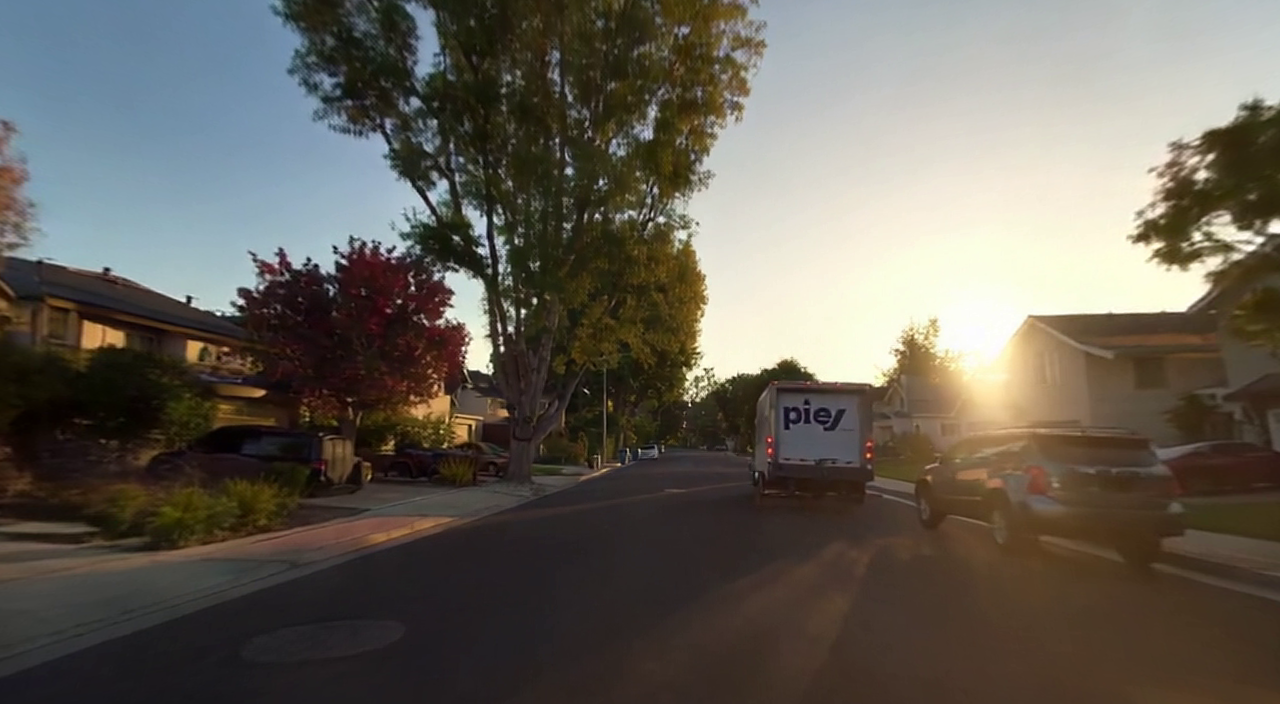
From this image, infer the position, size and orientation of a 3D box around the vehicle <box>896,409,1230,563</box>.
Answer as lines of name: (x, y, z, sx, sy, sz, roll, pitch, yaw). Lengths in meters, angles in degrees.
vehicle: (6.163, 1.989, 10.078, 2.410, 1.902, 4.277, 0, -8, 2)

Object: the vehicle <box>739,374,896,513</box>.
vehicle: (4.484, 2.569, 17.693, 2.924, 3.018, 7.600, -1, -9, 6)
